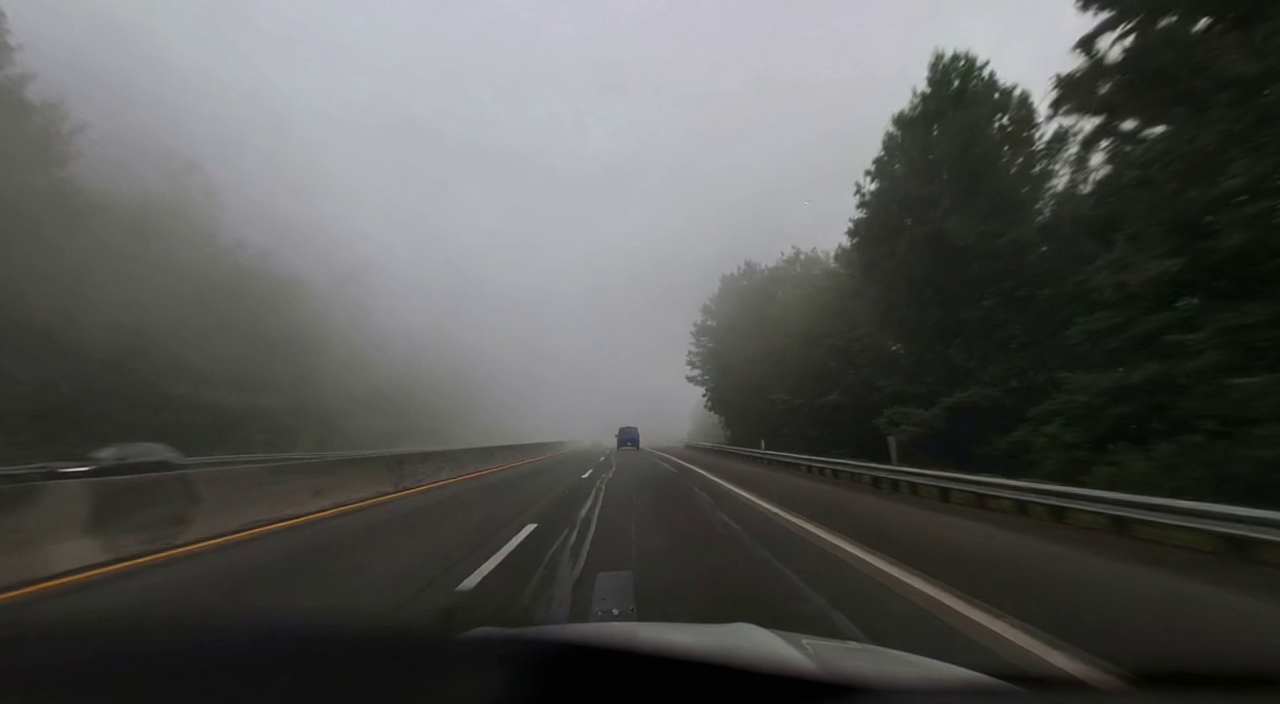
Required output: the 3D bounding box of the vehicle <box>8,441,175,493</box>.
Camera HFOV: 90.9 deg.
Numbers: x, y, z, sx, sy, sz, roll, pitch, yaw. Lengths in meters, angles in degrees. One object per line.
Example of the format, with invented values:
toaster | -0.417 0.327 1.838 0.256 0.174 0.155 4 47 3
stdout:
vehicle | -17.244 3.585 20.139 1.776 1.417 4.018 0 -8 -1
